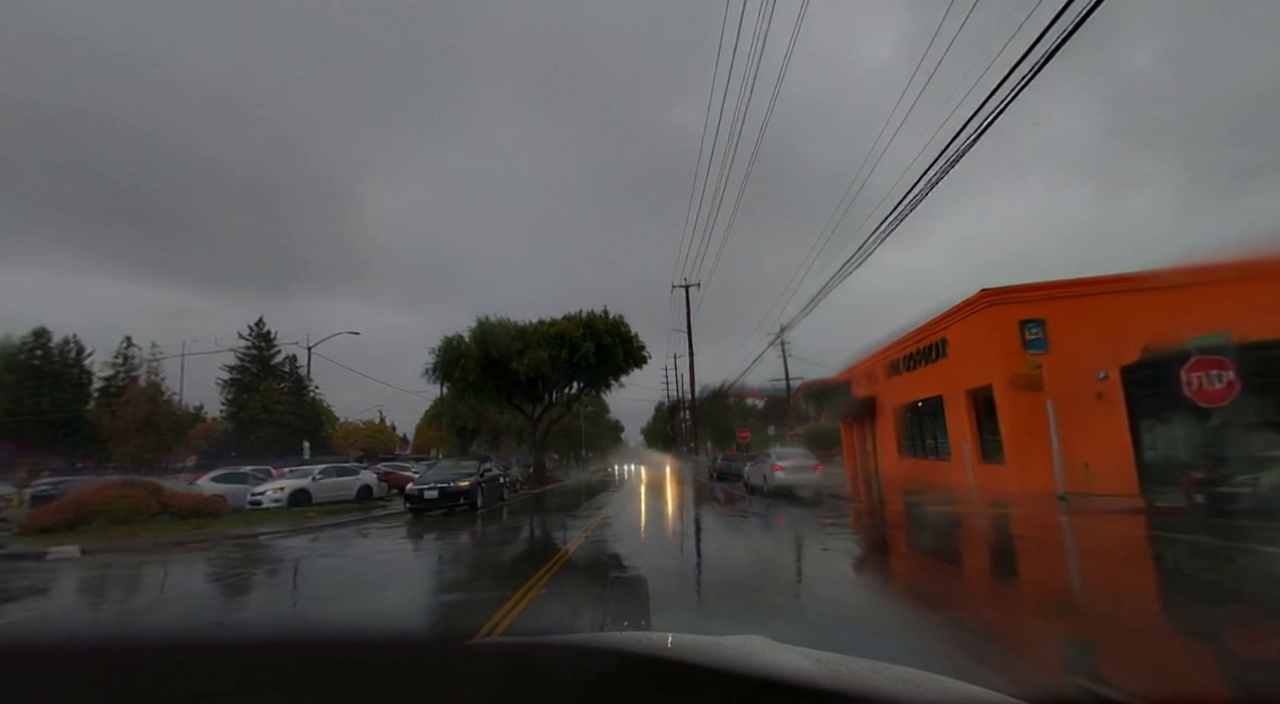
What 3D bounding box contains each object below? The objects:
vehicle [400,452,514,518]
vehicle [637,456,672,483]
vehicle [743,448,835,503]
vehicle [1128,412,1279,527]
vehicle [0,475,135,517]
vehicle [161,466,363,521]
[{"bbox_3d":[-5.625,4.115,20.185,2.146,1.775,5.117,0,-8,-1],"label":"vehicle"},{"bbox_3d":[0.971,7.211,38.800,2.033,1.464,4.645,0,-8,3],"label":"vehicle"},{"bbox_3d":[4.390,3.678,19.290,1.840,1.452,4.517,0,-8,2],"label":"vehicle"},{"bbox_3d":[11.558,1.908,10.511,5.255,1.688,1.994,1,-9,-4],"label":"vehicle"},{"bbox_3d":[-23.073,5.627,24.767,4.660,1.488,1.930,0,-8,-2],"label":"vehicle"},{"bbox_3d":[-11.567,4.347,19.604,4.968,1.493,1.961,0,-8,-2],"label":"vehicle"}]
